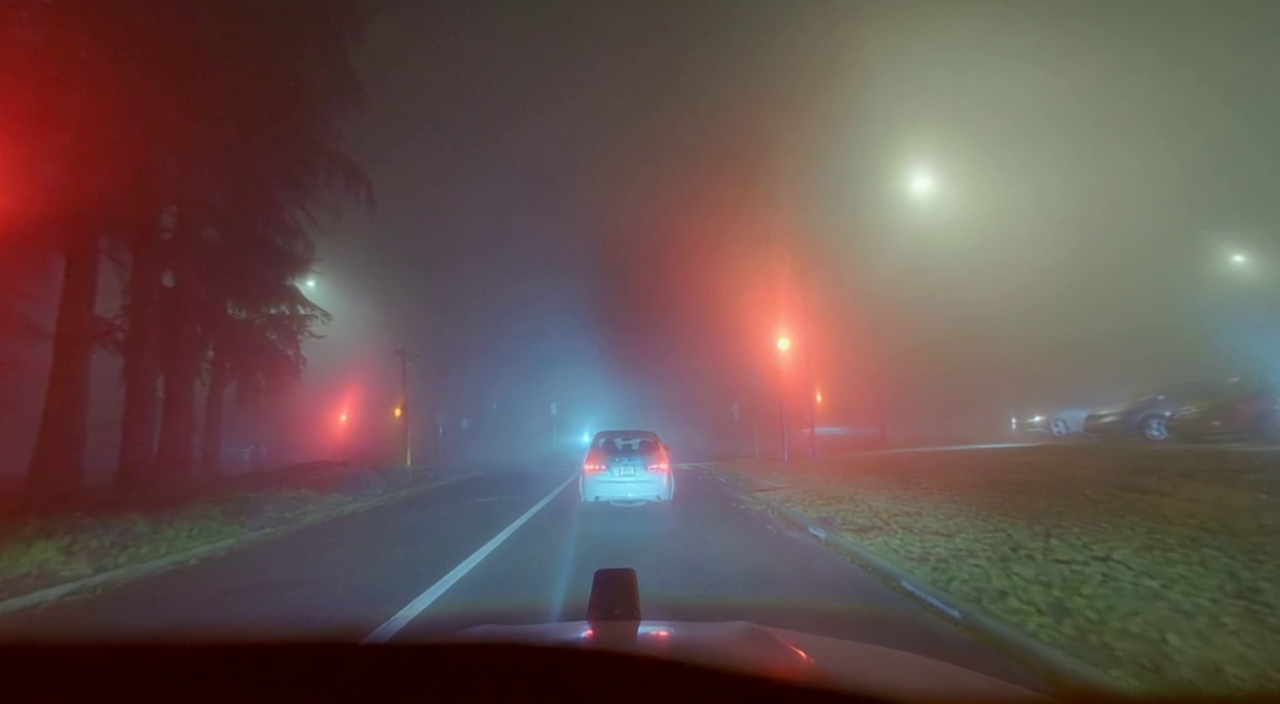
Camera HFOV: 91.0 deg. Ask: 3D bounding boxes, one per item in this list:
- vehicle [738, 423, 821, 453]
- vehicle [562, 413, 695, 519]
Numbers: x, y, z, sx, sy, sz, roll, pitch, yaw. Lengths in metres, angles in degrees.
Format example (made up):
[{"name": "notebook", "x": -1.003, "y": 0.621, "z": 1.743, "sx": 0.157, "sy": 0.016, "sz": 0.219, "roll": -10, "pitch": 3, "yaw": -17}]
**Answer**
[{"name": "vehicle", "x": 8.159, "y": 5.062, "z": 37.110, "sx": 4.401, "sy": 1.651, "sz": 1.966, "roll": -1, "pitch": -8, "yaw": 1}, {"name": "vehicle", "x": -0.167, "y": 2.112, "z": 12.131, "sx": 2.142, "sy": 1.686, "sz": 3.816, "roll": -1, "pitch": -8, "yaw": 1}]
